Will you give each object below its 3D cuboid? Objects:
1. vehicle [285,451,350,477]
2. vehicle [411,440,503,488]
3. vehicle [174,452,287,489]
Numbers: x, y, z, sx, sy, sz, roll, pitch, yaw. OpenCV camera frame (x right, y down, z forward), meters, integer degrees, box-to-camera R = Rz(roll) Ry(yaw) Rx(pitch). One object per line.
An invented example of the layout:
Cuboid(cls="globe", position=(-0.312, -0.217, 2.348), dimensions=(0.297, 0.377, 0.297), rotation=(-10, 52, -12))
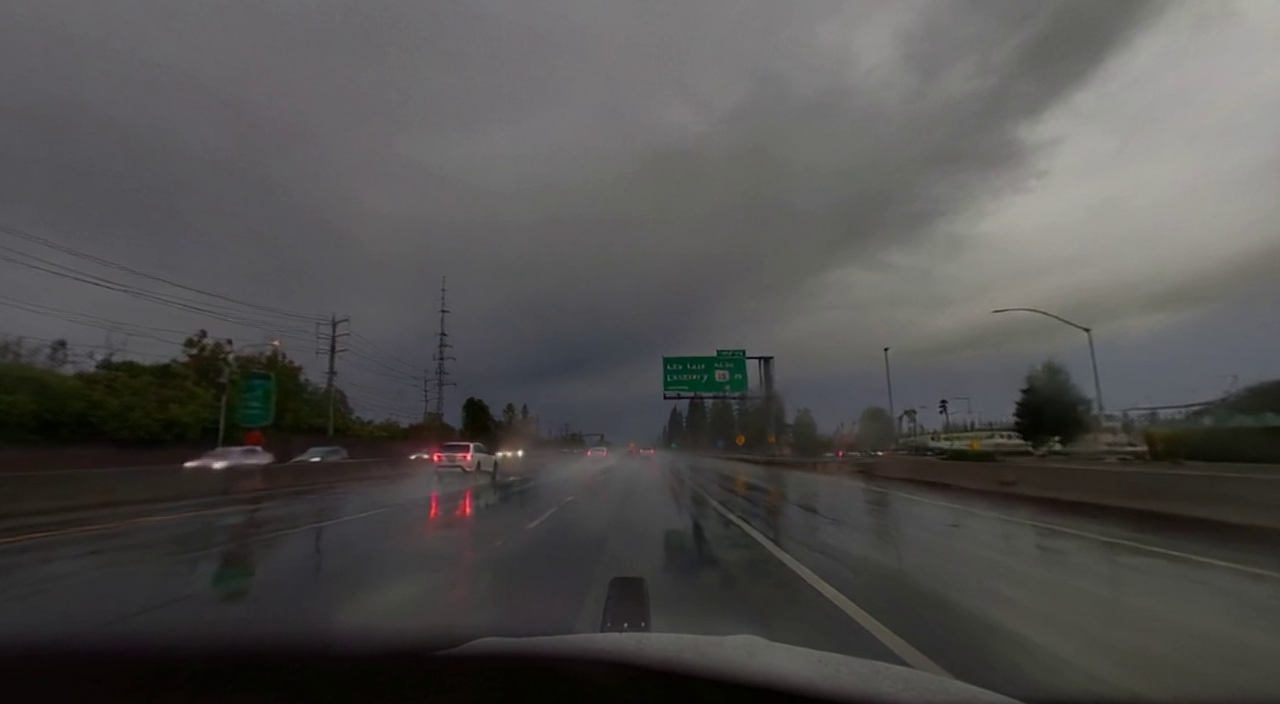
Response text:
Cuboid(cls="vehicle", position=(-21.955, 7.613, 43.141), dimensions=(1.919, 1.584, 4.826), rotation=(0, -9, 0))
Cuboid(cls="vehicle", position=(-7.108, 4.385, 25.096), dimensions=(2.118, 1.696, 4.836), rotation=(-1, -9, 2))
Cuboid(cls="vehicle", position=(-18.243, 5.252, 28.407), dimensions=(1.865, 1.480, 4.705), rotation=(0, -9, 1))
